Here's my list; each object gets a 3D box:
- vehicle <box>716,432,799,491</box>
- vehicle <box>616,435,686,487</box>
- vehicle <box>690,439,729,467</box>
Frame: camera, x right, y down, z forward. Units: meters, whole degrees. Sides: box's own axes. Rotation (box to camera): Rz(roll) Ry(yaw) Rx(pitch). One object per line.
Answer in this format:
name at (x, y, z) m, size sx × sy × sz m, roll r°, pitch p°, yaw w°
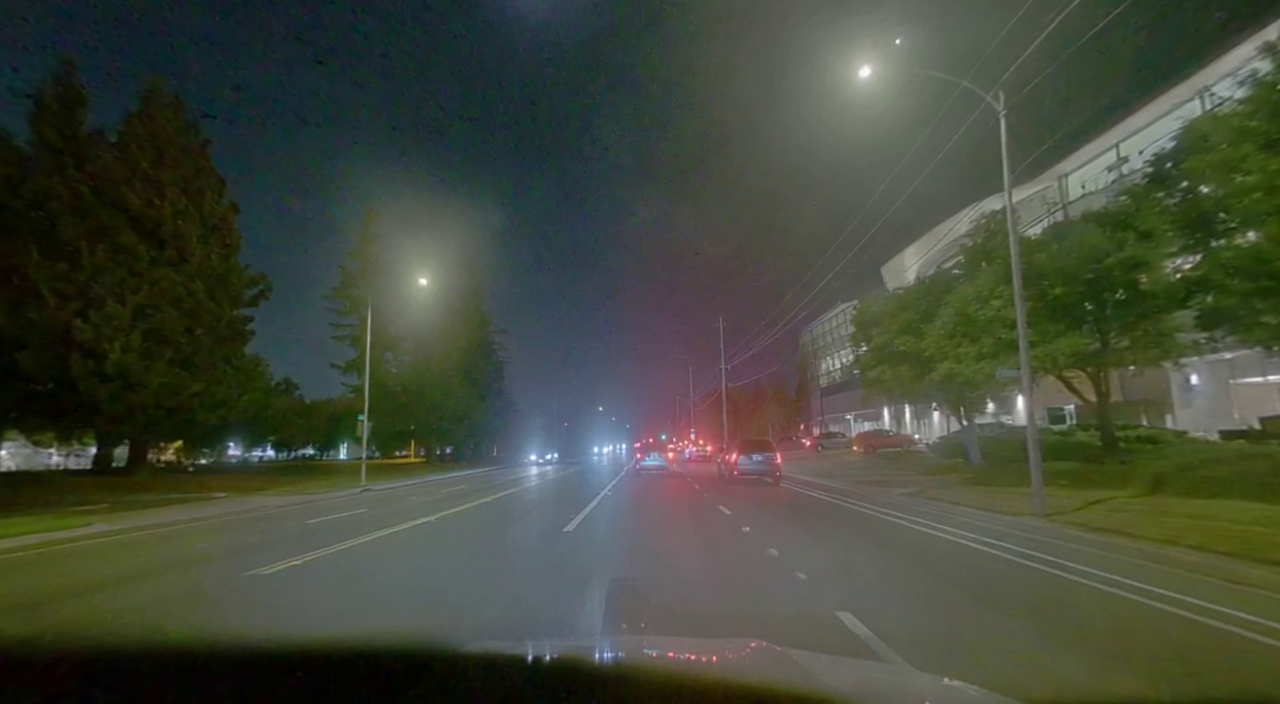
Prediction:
vehicle at (3.678, 3.512, 20.483) m, size 1.914 × 1.698 × 4.049 m, roll 0°, pitch -9°, yaw 0°
vehicle at (0.373, 3.778, 22.144) m, size 2.200 × 1.653 × 4.127 m, roll 0°, pitch -9°, yaw 1°
vehicle at (4.392, 6.488, 40.627) m, size 2.024 × 1.711 × 4.512 m, roll 0°, pitch -9°, yaw 0°
